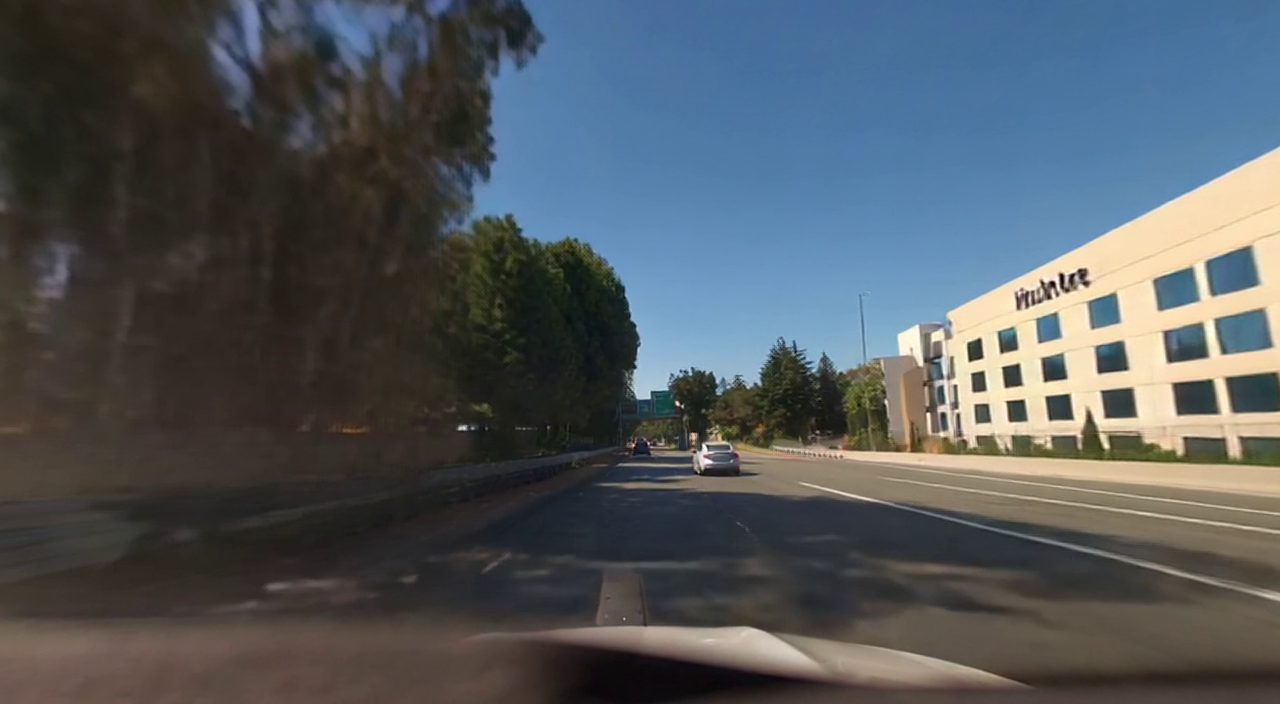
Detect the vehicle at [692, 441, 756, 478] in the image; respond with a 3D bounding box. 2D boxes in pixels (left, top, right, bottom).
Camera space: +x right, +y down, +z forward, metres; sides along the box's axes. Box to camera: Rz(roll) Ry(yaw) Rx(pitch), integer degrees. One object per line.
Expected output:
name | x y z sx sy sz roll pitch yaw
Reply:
vehicle | 3.541 4.633 27.437 2.069 1.431 4.313 0 -8 -2
